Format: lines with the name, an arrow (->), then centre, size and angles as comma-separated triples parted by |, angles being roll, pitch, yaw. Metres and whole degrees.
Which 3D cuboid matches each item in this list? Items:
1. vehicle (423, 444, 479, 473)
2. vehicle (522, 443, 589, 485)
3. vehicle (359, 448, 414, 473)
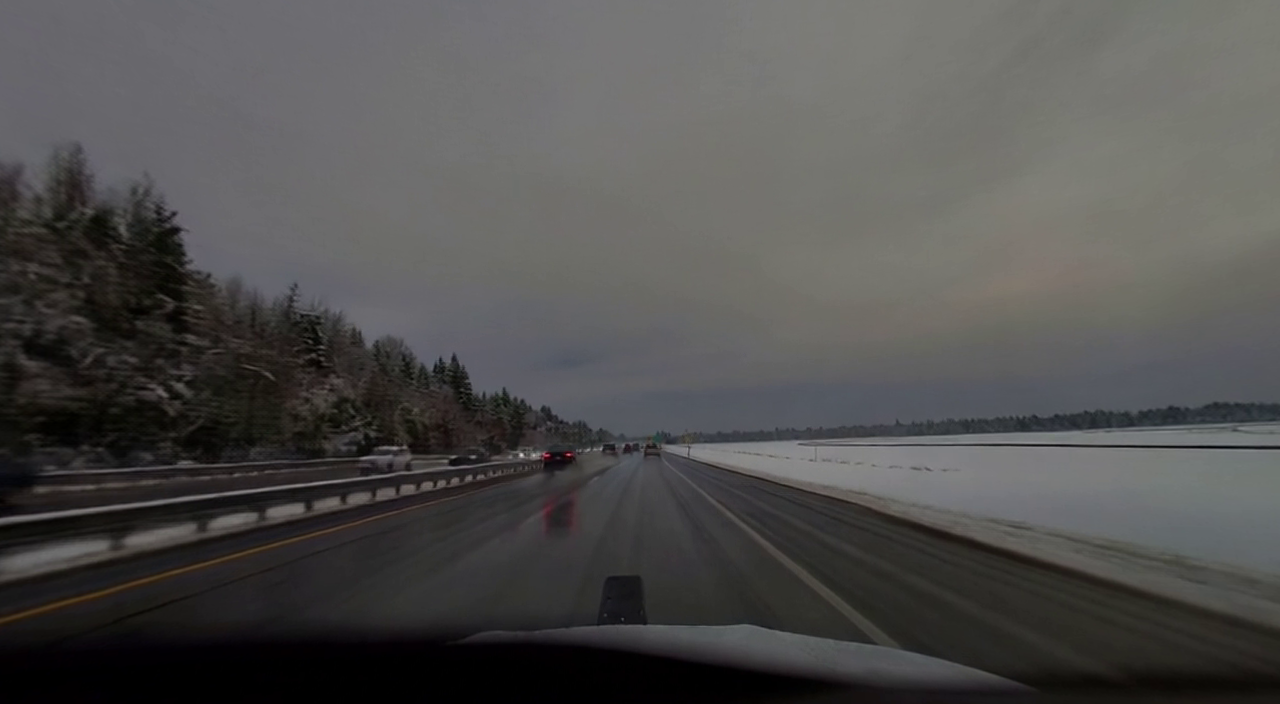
vehicle -> -12.328, 7.002, 41.499 | 1.954, 1.742, 5.517 | 0, -9, 0
vehicle -> -3.195, 4.345, 24.735 | 1.970, 1.483, 4.097 | -1, -9, 2
vehicle -> -16.813, 7.212, 41.927 | 1.905, 1.558, 4.016 | -1, -9, 1
